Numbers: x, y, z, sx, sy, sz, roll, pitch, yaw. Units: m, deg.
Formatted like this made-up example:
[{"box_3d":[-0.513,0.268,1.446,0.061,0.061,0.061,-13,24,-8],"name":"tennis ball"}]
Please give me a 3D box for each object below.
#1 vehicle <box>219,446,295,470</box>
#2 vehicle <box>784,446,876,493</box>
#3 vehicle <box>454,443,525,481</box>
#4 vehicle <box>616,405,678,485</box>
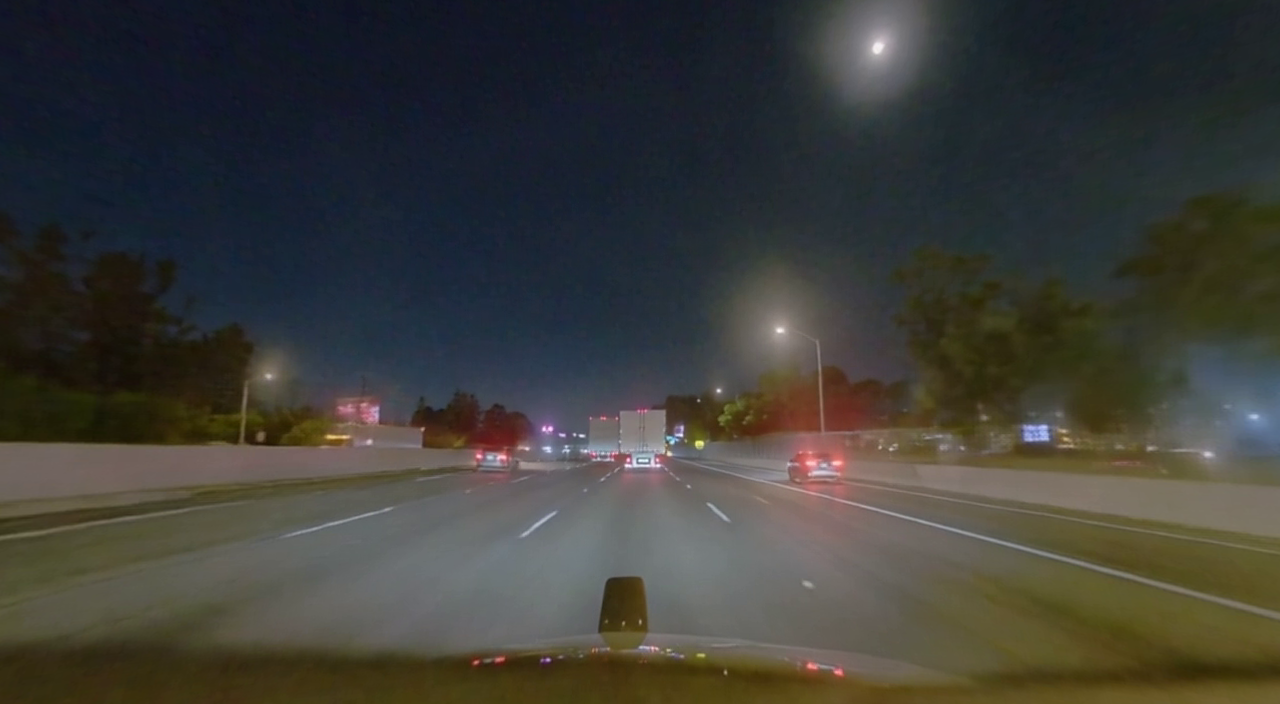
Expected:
[{"box_3d":[-29.272,8.102,48.419,2.649,1.703,4.861,-1,-9,1],"name":"vehicle"},{"box_3d":[6.887,4.275,23.392,1.969,1.560,4.394,0,-9,-1],"name":"vehicle"},{"box_3d":[-6.714,4.950,28.600,1.992,1.547,4.673,-1,-9,1],"name":"vehicle"},{"box_3d":[0.278,5.342,37.516,3.054,3.944,11.230,-1,-6,-1],"name":"vehicle"}]
